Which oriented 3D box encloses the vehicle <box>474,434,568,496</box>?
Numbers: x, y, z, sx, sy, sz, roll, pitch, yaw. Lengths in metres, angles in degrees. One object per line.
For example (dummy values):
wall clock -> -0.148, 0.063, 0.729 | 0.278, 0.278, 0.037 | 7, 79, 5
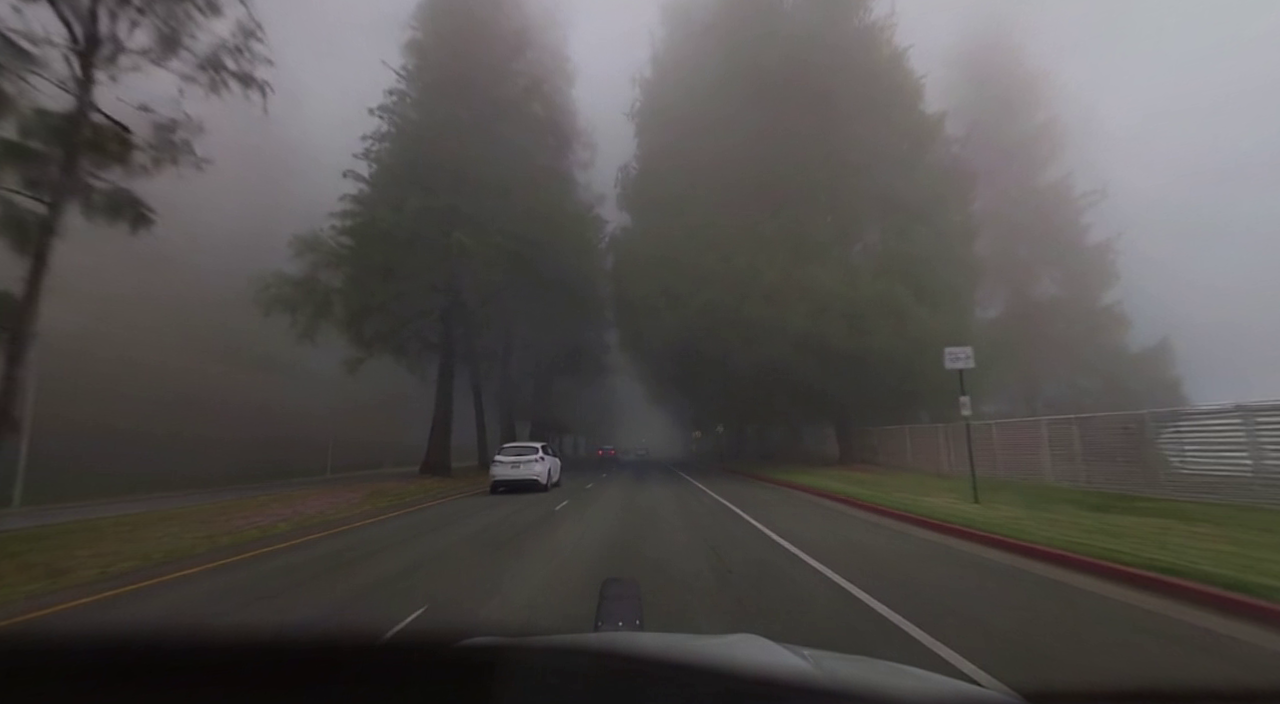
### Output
vehicle -> -3.437, 3.360, 19.177 | 1.919, 1.650, 4.546 | 0, -8, 1
